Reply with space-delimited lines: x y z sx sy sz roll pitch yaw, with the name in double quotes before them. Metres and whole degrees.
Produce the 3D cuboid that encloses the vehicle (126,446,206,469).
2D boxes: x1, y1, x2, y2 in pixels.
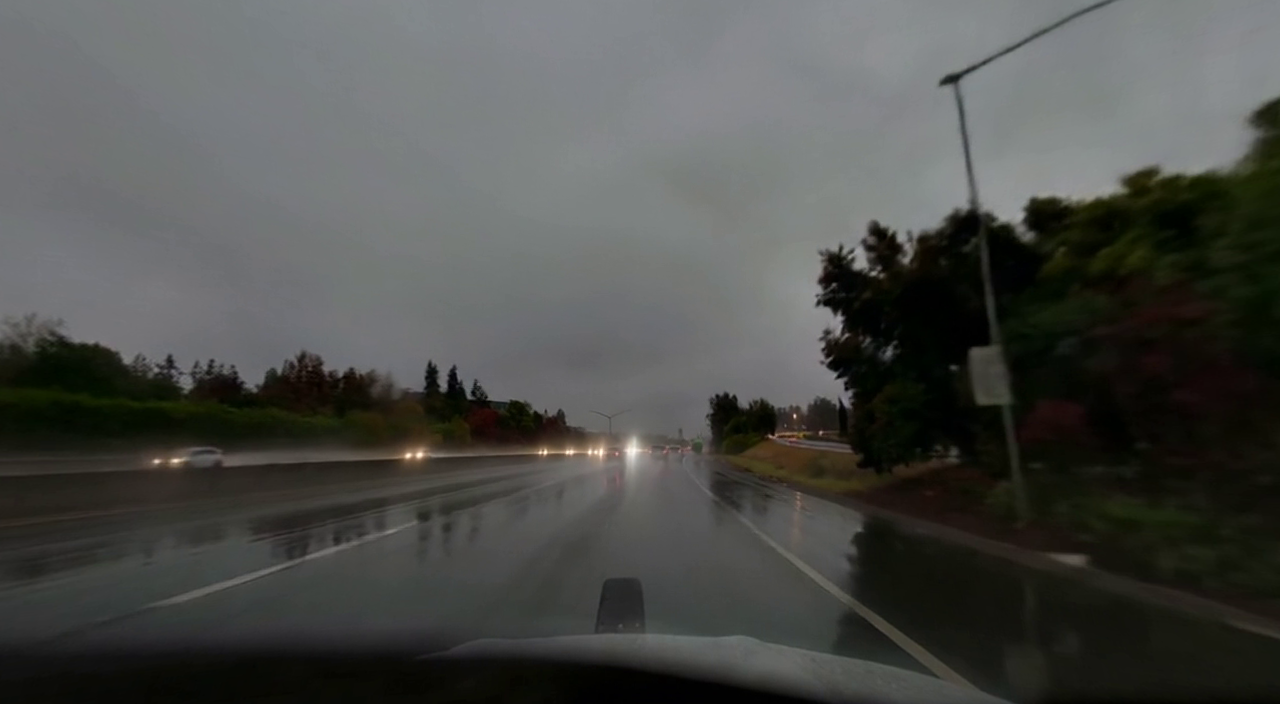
"vehicle" -35.719 7.966 47.791 1.896 1.640 4.873 -1 -9 8
